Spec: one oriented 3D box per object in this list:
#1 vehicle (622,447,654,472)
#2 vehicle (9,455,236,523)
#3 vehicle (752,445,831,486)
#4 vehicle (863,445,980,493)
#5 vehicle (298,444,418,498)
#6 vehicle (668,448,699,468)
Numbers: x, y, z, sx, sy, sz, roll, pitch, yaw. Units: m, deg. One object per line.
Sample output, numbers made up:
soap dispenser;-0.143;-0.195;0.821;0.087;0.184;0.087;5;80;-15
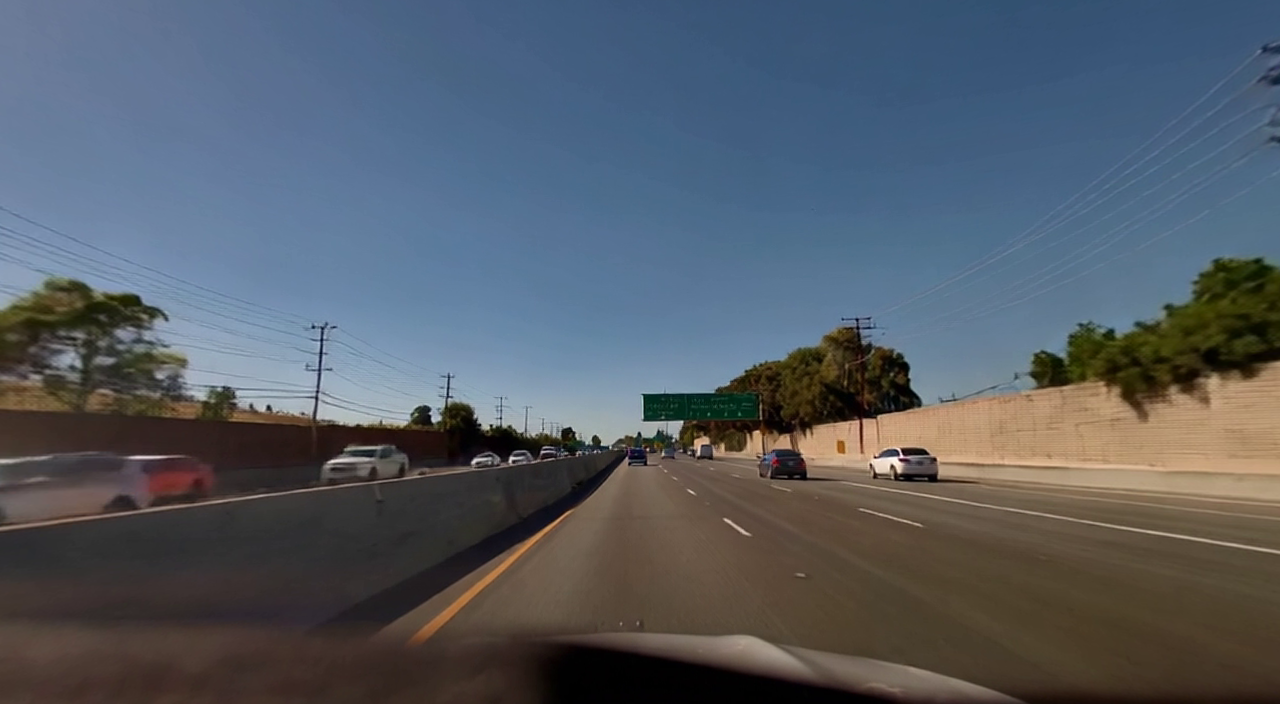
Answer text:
vehicle;-0.168;7.038;41.516;1.993;1.506;3.883;0;-9;-1
vehicle;-13.466;3.557;16.958;2.133;1.485;4.644;0;-9;0
vehicle;6.137;4.649;26.218;2.069;1.520;4.614;0;-9;-1
vehicle;9.662;4.036;22.176;1.969;1.506;4.422;0;-9;-1
vehicle;-10.099;4.274;23.131;2.288;1.735;4.468;0;-9;0
vehicle;3.289;8.166;48.833;1.981;1.480;4.316;0;-9;-1
